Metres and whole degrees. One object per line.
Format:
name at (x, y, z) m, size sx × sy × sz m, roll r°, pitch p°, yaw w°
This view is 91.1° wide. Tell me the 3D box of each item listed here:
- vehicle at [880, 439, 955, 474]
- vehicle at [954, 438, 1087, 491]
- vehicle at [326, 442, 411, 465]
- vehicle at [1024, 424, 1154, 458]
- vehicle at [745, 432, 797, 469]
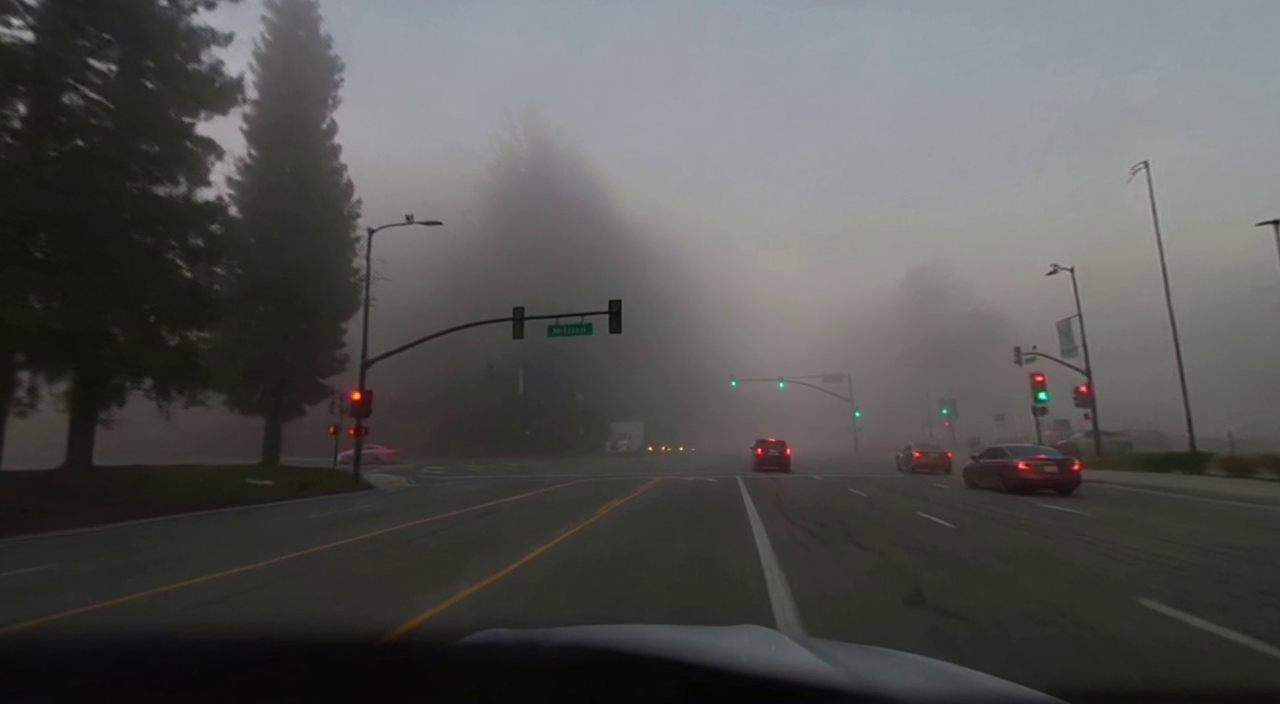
vehicle at (12.624, 4.776, 28.887) m, size 1.860 × 1.460 × 4.379 m, roll -1°, pitch -9°, yaw 6°
vehicle at (11.644, 3.445, 19.600) m, size 1.896 × 1.463 × 4.296 m, roll -1°, pitch -9°, yaw 7°
vehicle at (-18.388, 6.904, 42.650) m, size 4.856 × 1.528 × 2.053 m, roll -1°, pitch -10°, yaw 8°
vehicle at (28.392, 5.695, 39.929) m, size 6.170 × 1.978 × 2.399 m, roll -1°, pitch -9°, yaw 7°
vehicle at (6.720, 5.090, 32.543) m, size 2.203 × 1.801 × 4.331 m, roll -1°, pitch -9°, yaw 6°
